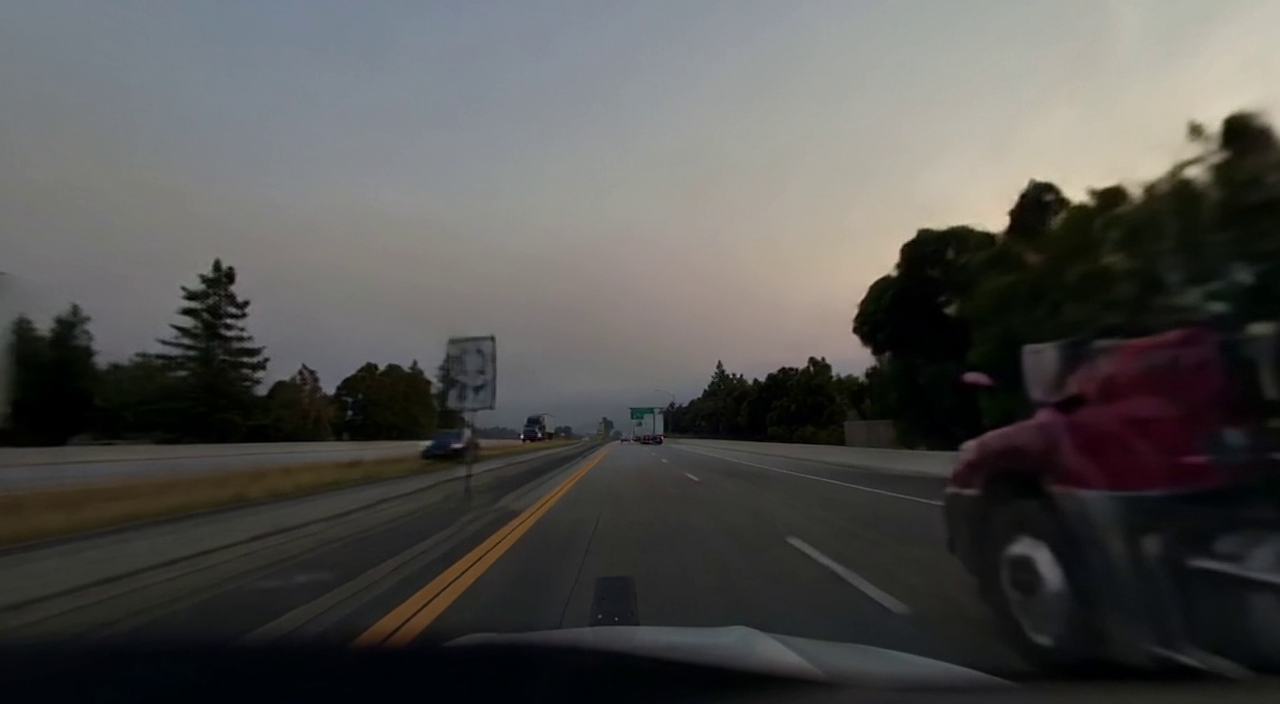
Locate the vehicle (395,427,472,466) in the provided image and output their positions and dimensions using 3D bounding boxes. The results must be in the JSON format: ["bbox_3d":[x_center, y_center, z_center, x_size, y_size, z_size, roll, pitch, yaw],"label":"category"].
[{"bbox_3d":[-8.266,3.802,25.624,1.896,1.449,3.844,0,-8,-2],"label":"vehicle"}]
